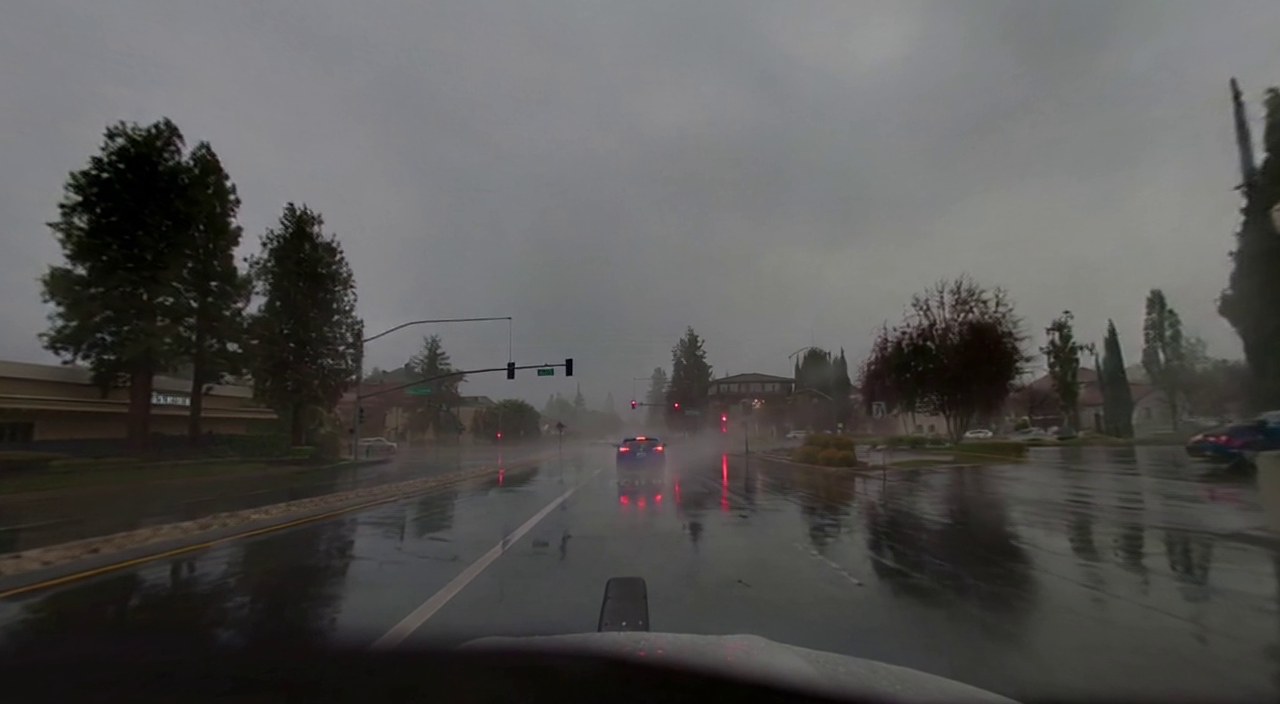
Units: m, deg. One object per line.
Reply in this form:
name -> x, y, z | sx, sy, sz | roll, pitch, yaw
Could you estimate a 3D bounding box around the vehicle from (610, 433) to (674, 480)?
vehicle -> 0.012, 3.686, 22.483 | 2.028, 1.478, 4.545 | 0, -8, -1
